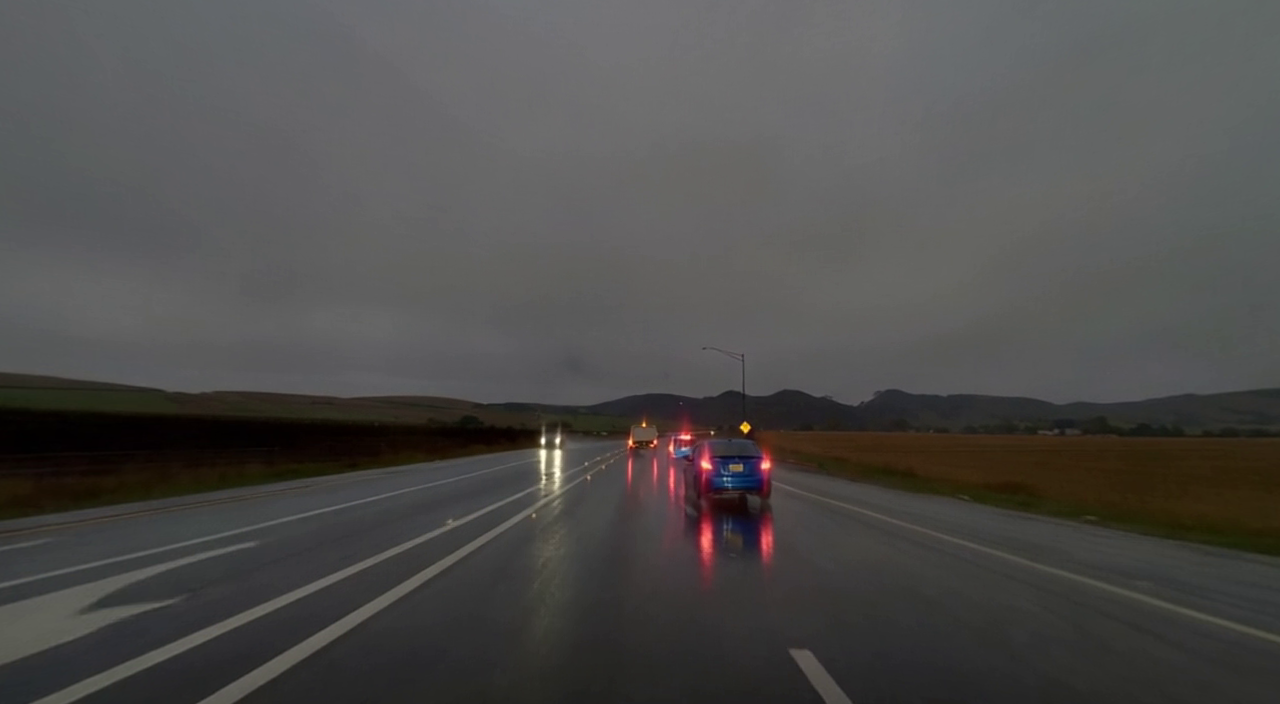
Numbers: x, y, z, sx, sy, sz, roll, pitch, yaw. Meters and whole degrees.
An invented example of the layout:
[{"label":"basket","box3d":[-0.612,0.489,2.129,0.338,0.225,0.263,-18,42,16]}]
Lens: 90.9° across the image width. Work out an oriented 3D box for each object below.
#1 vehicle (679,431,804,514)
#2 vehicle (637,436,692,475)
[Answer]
[{"label":"vehicle","box3d":[2.035,2.562,13.898,2.007,1.534,3.976,0,-8,-1]},{"label":"vehicle","box3d":[0.972,4.469,27.458,2.026,1.531,4.273,0,-8,-2]}]
